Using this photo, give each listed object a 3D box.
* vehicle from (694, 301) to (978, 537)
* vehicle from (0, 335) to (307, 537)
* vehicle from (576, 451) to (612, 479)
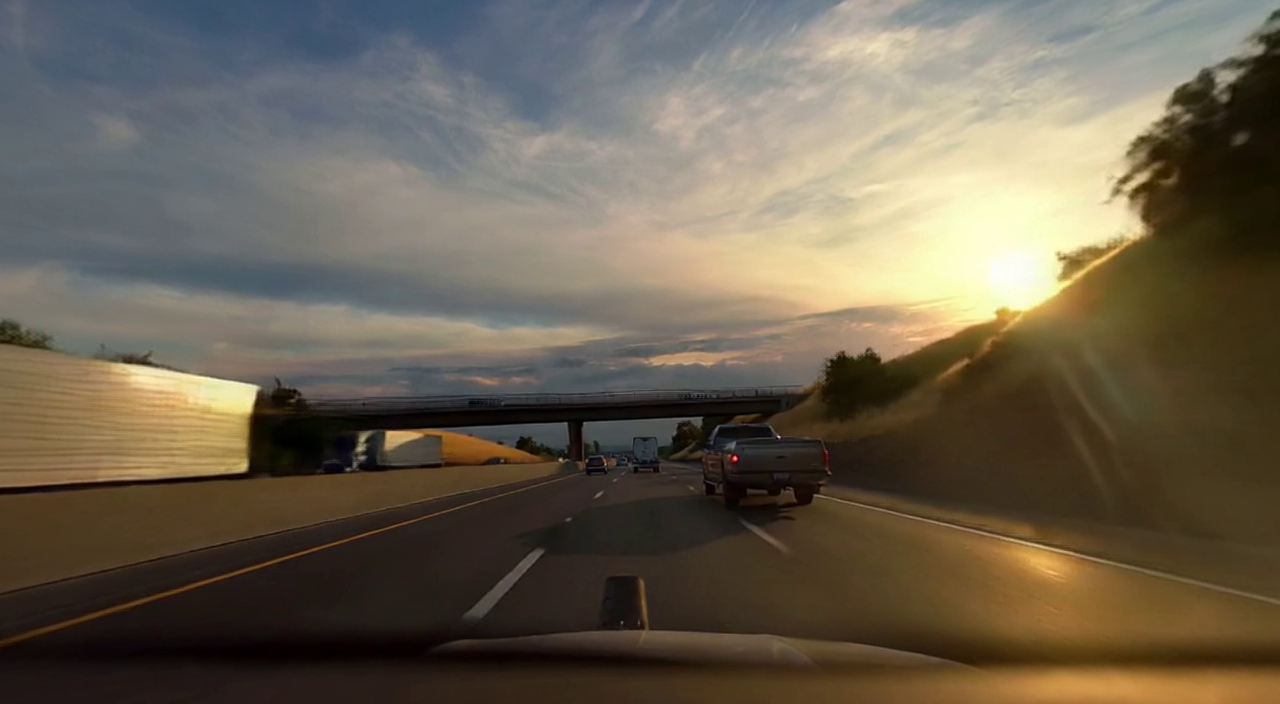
[{"bbox_3d":[4.019,2.379,19.134,3.131,4.037,16.729,0,-9,-1],"label":"vehicle"},{"bbox_3d":[-14.757,2.326,16.753,2.885,4.151,16.611,0,-9,0],"label":"vehicle"},{"bbox_3d":[-2.869,7.206,40.393,2.007,1.647,3.854,0,-9,1],"label":"vehicle"}]
